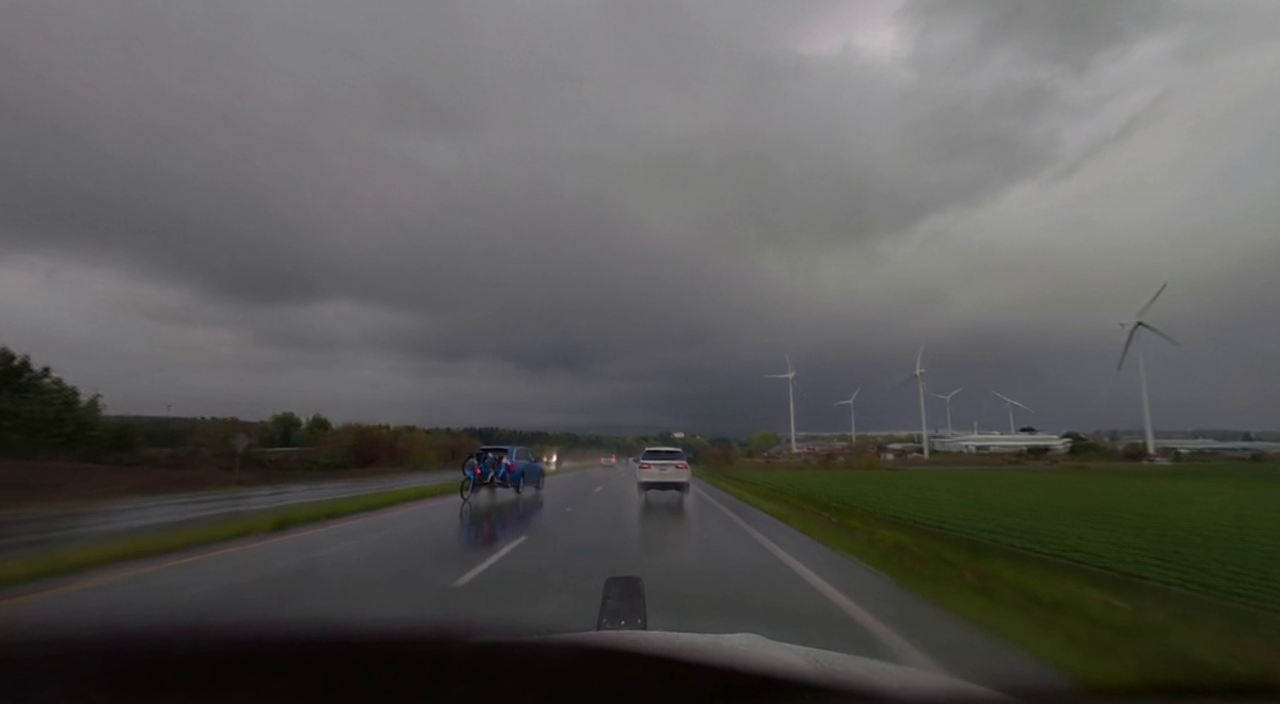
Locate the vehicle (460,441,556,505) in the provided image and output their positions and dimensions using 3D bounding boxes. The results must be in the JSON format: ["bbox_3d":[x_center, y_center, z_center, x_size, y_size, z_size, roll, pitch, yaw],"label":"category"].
[{"bbox_3d":[-3.845,3.583,19.071,1.962,1.681,4.033,0,-9,1],"label":"vehicle"}]

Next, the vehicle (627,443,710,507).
[{"bbox_3d":[0.705,3.421,17.891,2.063,1.582,3.955,0,-9,0],"label":"vehicle"}]
